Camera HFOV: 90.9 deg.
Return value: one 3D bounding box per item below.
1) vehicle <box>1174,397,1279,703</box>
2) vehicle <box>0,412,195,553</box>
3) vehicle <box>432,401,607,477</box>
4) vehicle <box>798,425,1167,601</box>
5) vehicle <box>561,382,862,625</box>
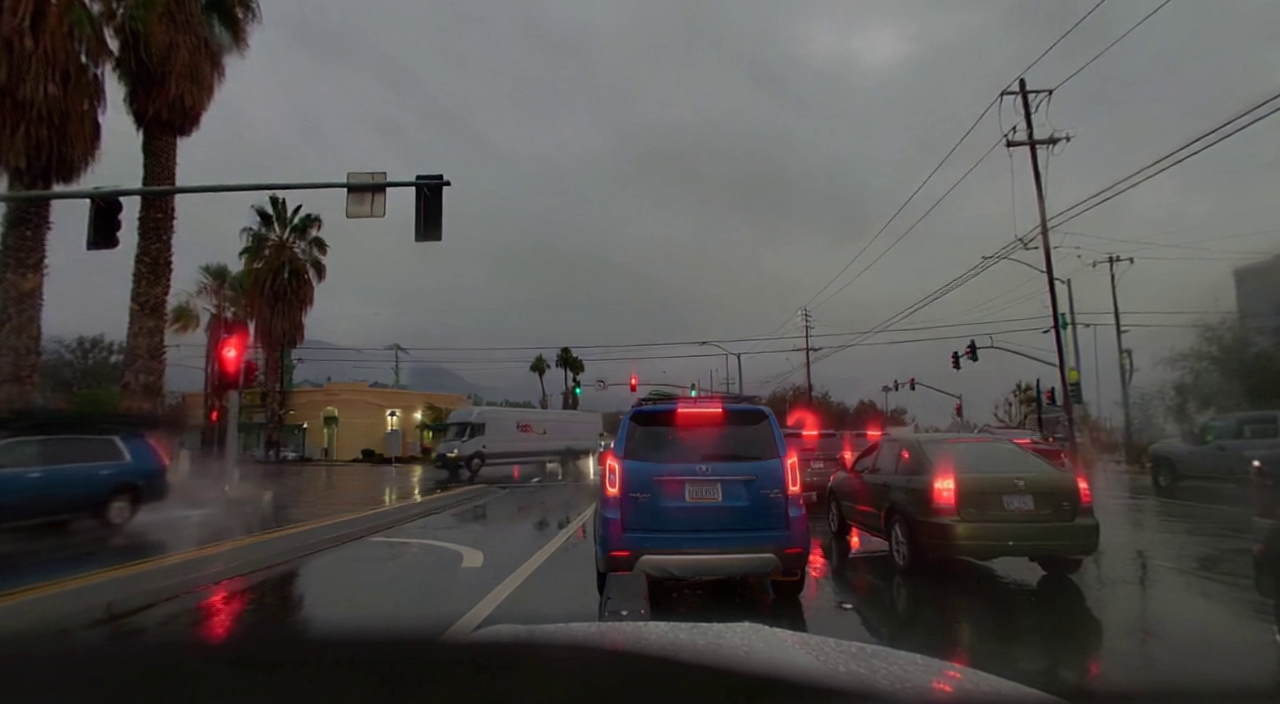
[{"bbox_3d":[3.357,0.653,0.658,1.805,1.485,4.348,0,-9,1],"label":"vehicle"},{"bbox_3d":[-13.103,2.714,13.483,2.230,2.653,5.869,-1,-9,8],"label":"vehicle"},{"bbox_3d":[-6.727,5.323,38.153,2.973,3.889,11.535,-6,-10,34],"label":"vehicle"},{"bbox_3d":[3.436,1.681,7.503,1.895,1.456,4.255,0,-9,-2],"label":"vehicle"},{"bbox_3d":[0.454,1.436,6.883,2.228,1.780,4.269,0,-9,-2],"label":"vehicle"}]
